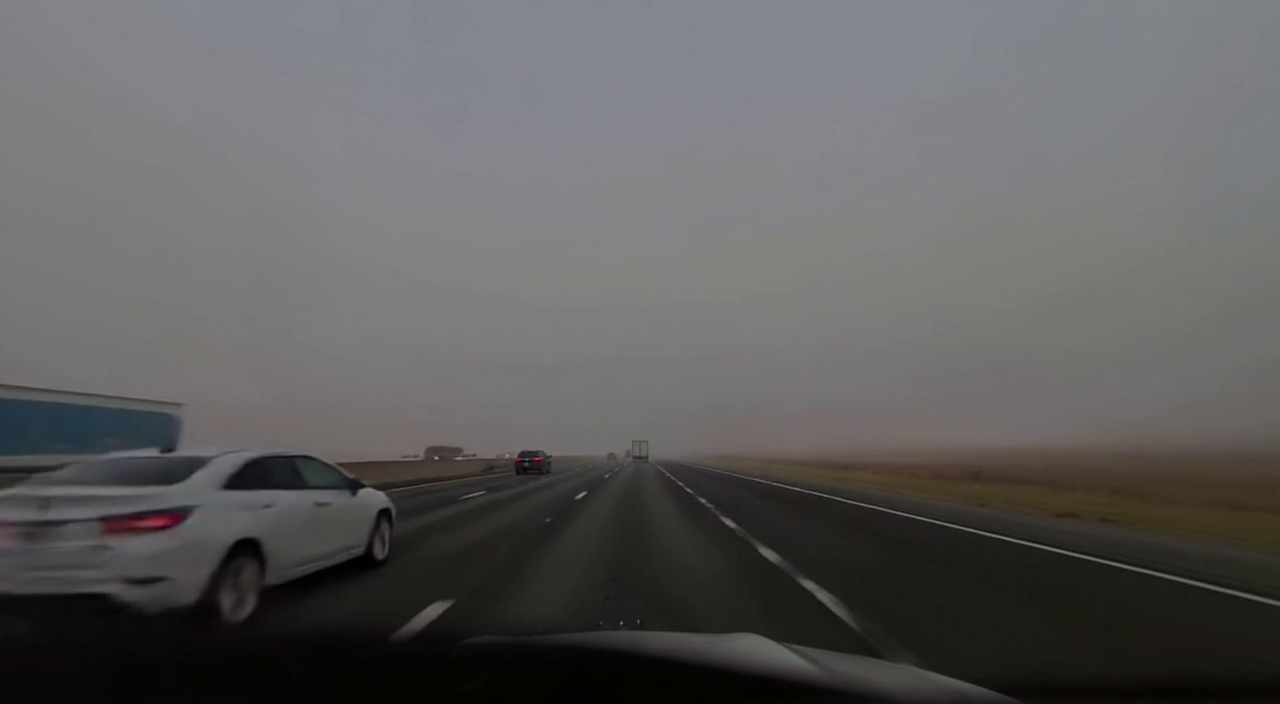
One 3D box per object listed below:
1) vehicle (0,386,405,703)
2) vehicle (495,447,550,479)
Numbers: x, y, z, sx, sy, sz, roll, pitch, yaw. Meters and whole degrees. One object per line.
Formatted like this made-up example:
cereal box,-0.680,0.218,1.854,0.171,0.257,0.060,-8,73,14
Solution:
vehicle,-3.623,1.272,4.527,2.139,1.607,4.378,0,-9,1
vehicle,-6.651,6.339,36.244,2.234,1.698,4.634,0,-9,1
